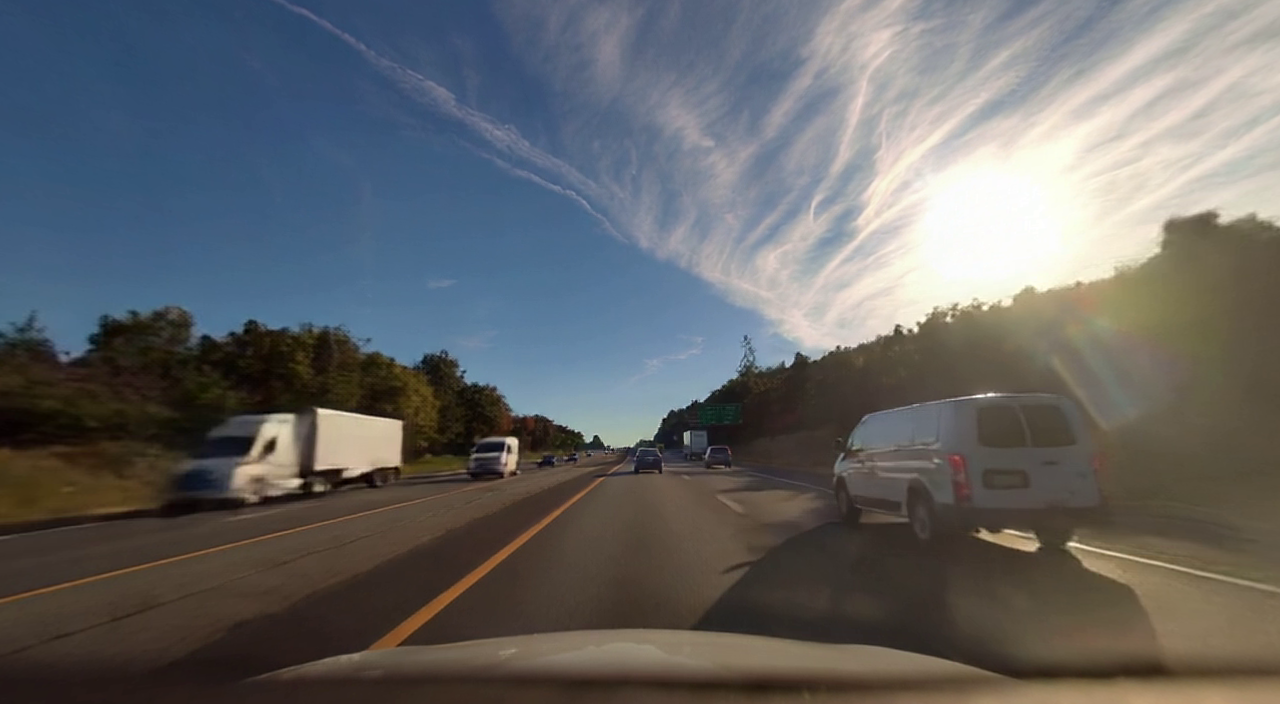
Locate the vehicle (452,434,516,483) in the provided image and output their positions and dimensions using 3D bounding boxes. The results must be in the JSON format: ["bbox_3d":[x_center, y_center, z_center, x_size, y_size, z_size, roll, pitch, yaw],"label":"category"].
[{"bbox_3d":[-8.652,5.939,35.593,2.171,2.512,5.597,0,-9,0],"label":"vehicle"}]

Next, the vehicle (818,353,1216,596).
[{"bbox_3d":[4.232,1.495,8.389,2.232,2.290,4.720,0,-9,-1],"label":"vehicle"}]

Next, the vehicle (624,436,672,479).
[{"bbox_3d":[0.381,5.061,30.454,2.143,1.925,4.101,0,-9,0],"label":"vehicle"}]

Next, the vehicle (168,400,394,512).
[{"bbox_3d":[-13.683,4.158,25.691,3.003,3.610,10.351,0,-9,0],"label":"vehicle"}]

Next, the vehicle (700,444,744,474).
[{"bbox_3d":[4.591,6.027,35.736,1.868,1.566,3.509,0,-9,-2],"label":"vehicle"}]
